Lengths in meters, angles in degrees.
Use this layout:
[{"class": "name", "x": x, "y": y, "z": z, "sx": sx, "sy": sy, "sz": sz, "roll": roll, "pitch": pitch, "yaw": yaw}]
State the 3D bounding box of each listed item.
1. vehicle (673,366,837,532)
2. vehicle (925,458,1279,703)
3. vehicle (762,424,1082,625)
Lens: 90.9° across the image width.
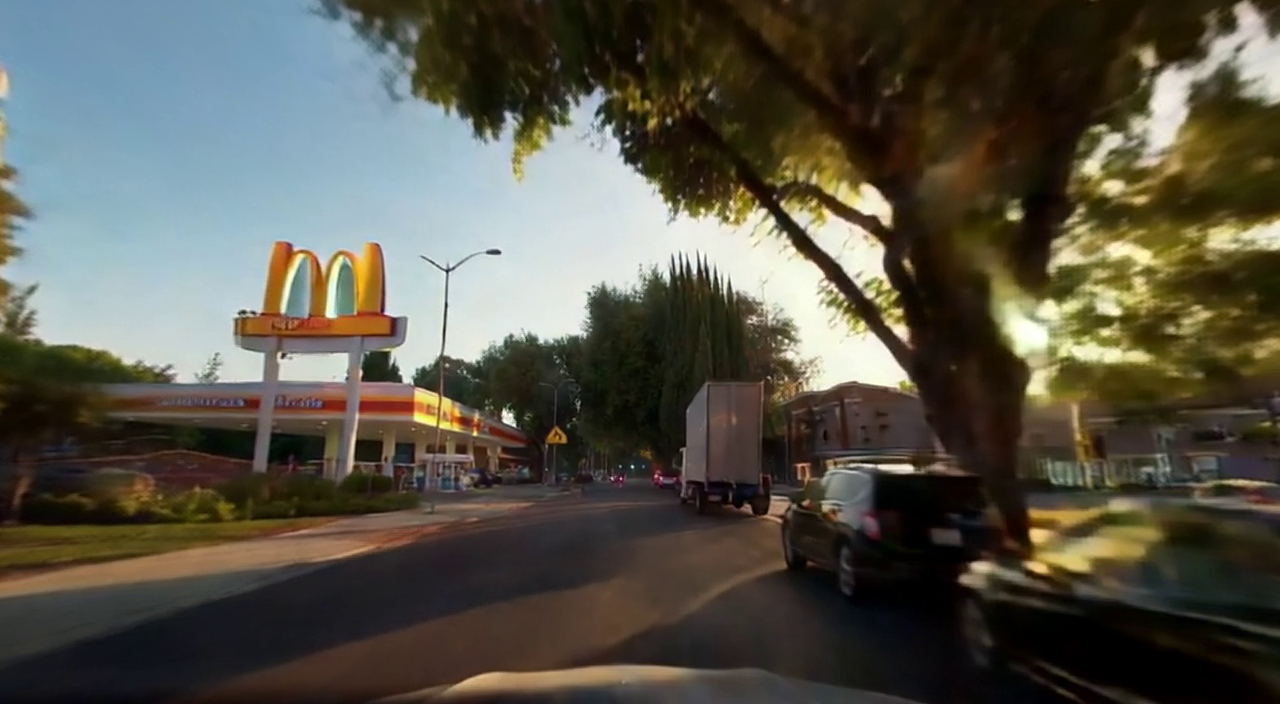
[{"class": "vehicle", "x": 3.218, "y": 3.678, "z": 22.743, "sx": 2.990, "sy": 4.098, "sz": 13.928, "roll": 1, "pitch": -11, "yaw": -1}, {"class": "vehicle", "x": 3.240, "y": 1.304, "z": 3.066, "sx": 1.844, "sy": 1.498, "sz": 3.898, "roll": 1, "pitch": -11, "yaw": 0}, {"class": "vehicle", "x": 3.179, "y": 2.089, "z": 8.388, "sx": 2.050, "sy": 1.906, "sz": 4.374, "roll": 1, "pitch": -11, "yaw": -2}]
